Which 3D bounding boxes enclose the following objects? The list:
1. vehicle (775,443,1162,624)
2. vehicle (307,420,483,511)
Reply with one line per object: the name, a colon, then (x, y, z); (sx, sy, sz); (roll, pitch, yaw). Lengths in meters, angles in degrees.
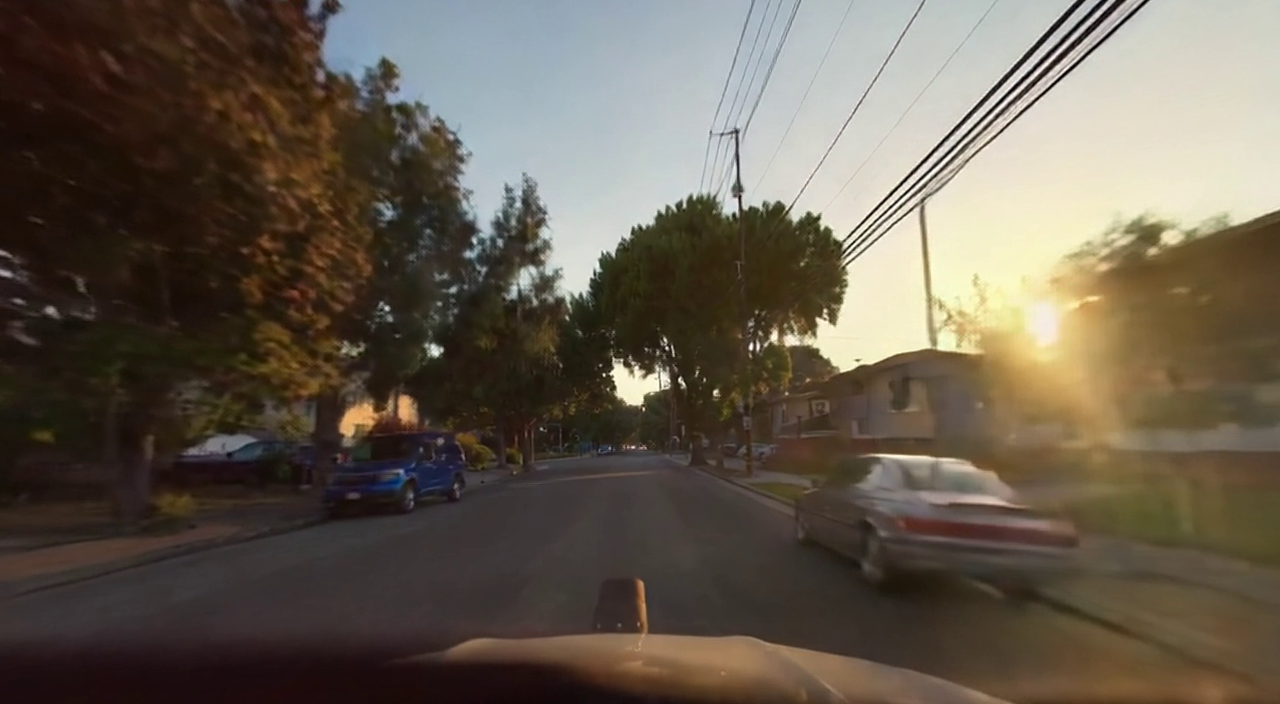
vehicle: (3.190, 1.829, 7.474); (1.944, 1.439, 4.500); (1, -9, -4)
vehicle: (-5.892, 2.830, 16.115); (2.263, 1.915, 5.071); (-1, -9, 2)
